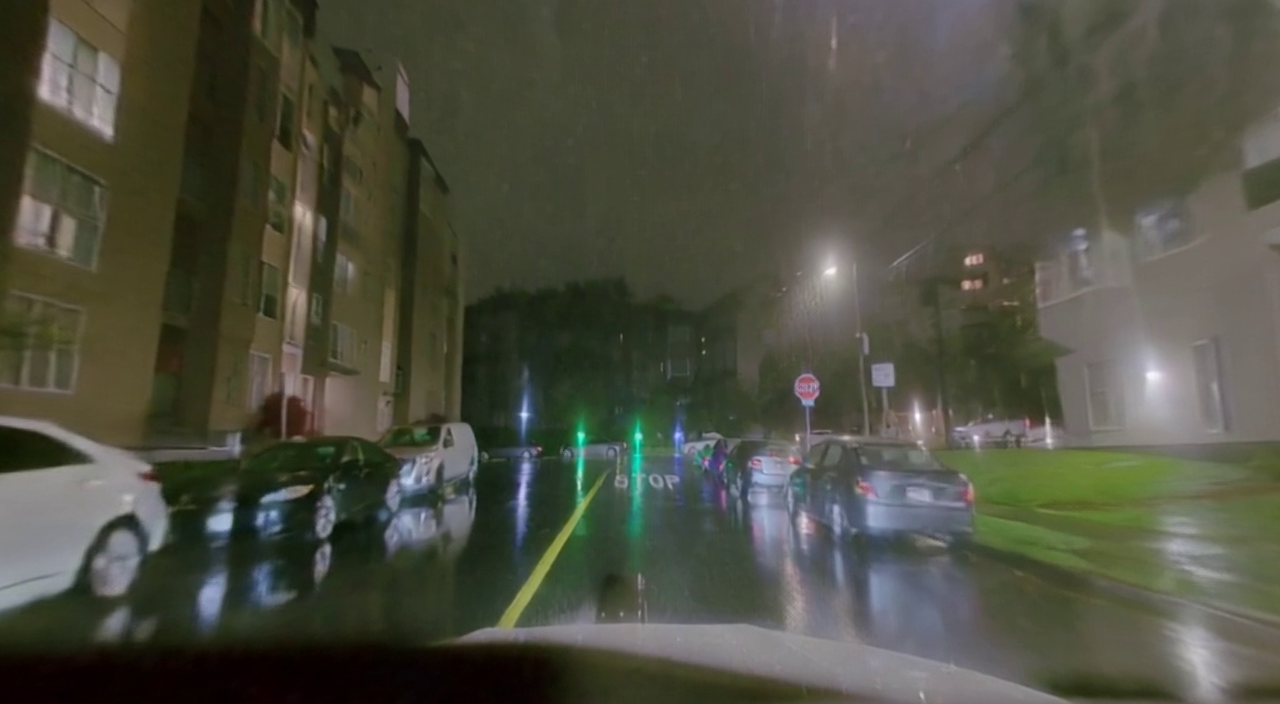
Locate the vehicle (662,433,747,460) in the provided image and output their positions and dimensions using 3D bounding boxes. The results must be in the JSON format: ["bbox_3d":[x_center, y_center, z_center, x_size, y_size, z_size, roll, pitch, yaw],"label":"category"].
[{"bbox_3d":[3.670,5.470,36.647,4.681,1.480,1.817,0,-8,-3],"label":"vehicle"}]

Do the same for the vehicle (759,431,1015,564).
[{"bbox_3d":[3.250,1.974,9.442,1.919,1.490,4.339,0,-8,-2],"label":"vehicle"}]

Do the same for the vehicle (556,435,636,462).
[{"bbox_3d":[-2.525,5.563,36.454,4.489,1.470,1.776,1,-8,-3],"label":"vehicle"}]

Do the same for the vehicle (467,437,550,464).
[{"bbox_3d":[-7.443,5.623,36.146,4.423,1.449,1.813,1,-8,-5],"label":"vehicle"}]

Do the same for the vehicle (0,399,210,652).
[{"bbox_3d":[-5.570,1.208,4.330,2.075,1.774,4.596,0,-8,-2],"label":"vehicle"}]

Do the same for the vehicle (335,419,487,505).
[{"bbox_3d":[-5.865,2.895,17.211,2.208,1.903,6.040,1,-8,-4],"label":"vehicle"}]

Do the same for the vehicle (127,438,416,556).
[{"bbox_3d":[-5.578,2.199,10.472,2.129,1.505,4.510,0,-8,-1],"label":"vehicle"}]
